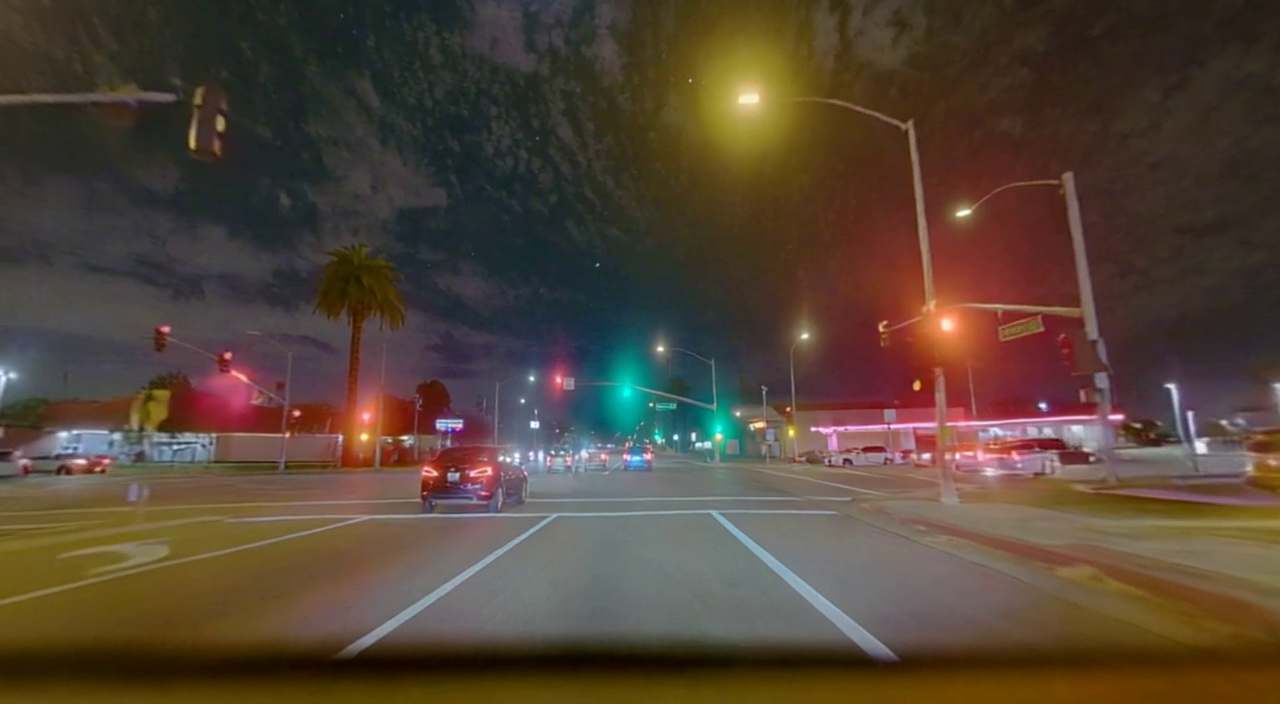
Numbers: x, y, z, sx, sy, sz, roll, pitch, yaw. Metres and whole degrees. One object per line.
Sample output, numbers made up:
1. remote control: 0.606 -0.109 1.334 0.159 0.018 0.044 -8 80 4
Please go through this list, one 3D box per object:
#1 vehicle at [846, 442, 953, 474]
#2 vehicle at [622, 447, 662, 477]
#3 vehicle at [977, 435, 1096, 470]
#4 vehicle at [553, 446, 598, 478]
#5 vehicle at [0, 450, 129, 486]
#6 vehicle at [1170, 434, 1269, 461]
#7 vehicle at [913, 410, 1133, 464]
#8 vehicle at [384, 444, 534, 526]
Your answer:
1. vehicle: 13.238 5.428 32.262 4.532 1.504 2.087 0 -8 0
2. vehicle: 0.101 6.082 34.908 2.094 1.496 4.070 0 -8 0
3. vehicle: 20.400 5.172 32.456 4.699 1.716 2.108 0 -8 -1
4. vehicle: -3.477 5.993 34.476 1.979 1.634 3.957 0 -8 2
5. vehicle: -28.916 5.800 31.397 4.945 1.582 1.938 -2 -10 -2
6. vehicle: 39.613 6.521 42.999 4.780 1.784 2.092 0 -8 -4
7. vehicle: 25.953 5.843 42.954 13.025 3.480 3.091 0 -9 -2
8. vehicle: -3.775 2.837 14.031 1.904 1.513 4.410 -1 -8 2
